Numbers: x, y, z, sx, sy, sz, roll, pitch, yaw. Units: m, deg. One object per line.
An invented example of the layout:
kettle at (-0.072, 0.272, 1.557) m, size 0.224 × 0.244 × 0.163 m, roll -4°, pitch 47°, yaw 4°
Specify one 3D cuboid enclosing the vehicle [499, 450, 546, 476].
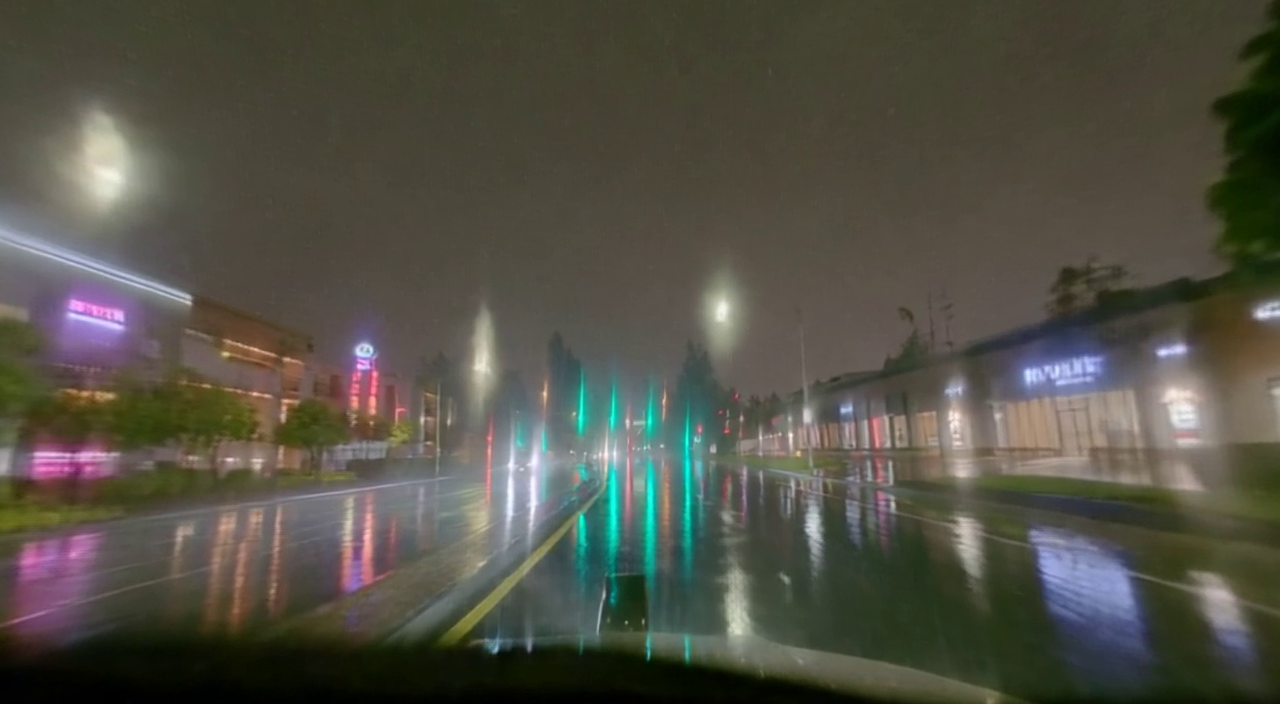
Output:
vehicle at (-7.098, 6.743, 38.473) m, size 1.954 × 1.451 × 4.536 m, roll 0°, pitch -8°, yaw 1°
